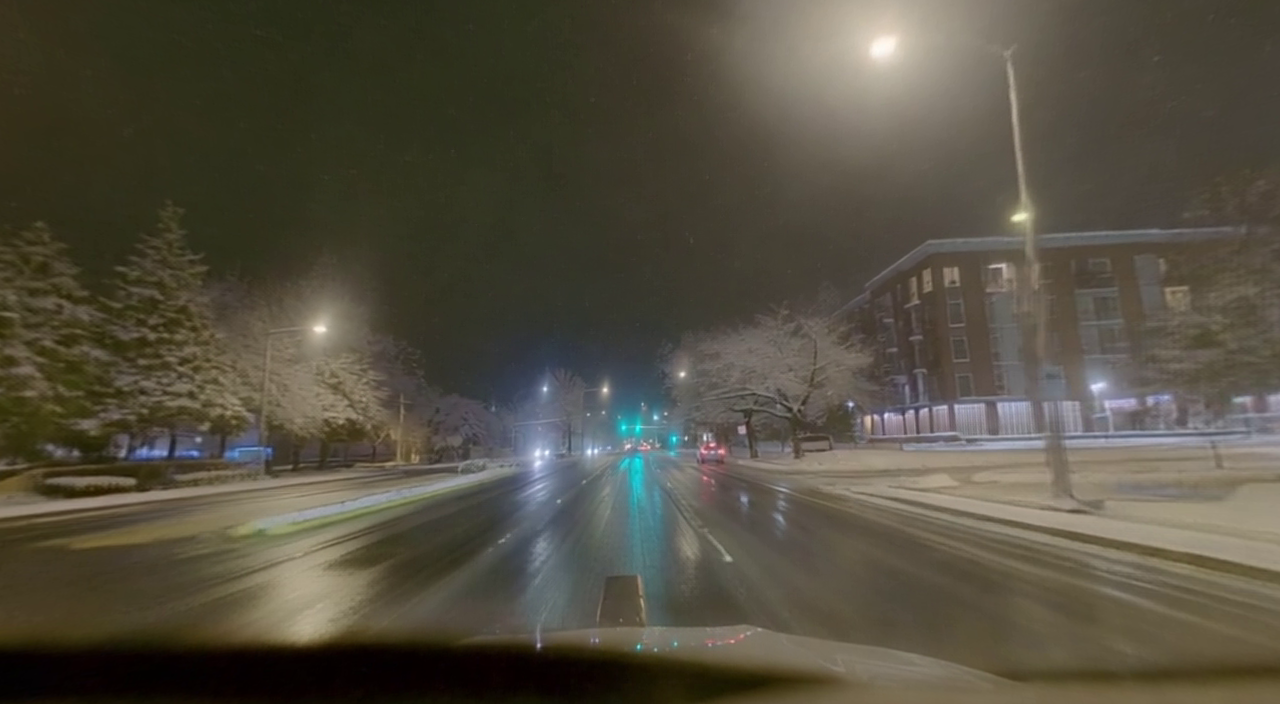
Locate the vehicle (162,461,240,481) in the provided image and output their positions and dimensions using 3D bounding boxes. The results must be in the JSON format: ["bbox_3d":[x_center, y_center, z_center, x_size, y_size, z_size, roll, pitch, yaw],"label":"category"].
[{"bbox_3d":[-32.570,8.810,46.960,4.359,1.405,1.831,0,-8,-1],"label":"vehicle"}]
